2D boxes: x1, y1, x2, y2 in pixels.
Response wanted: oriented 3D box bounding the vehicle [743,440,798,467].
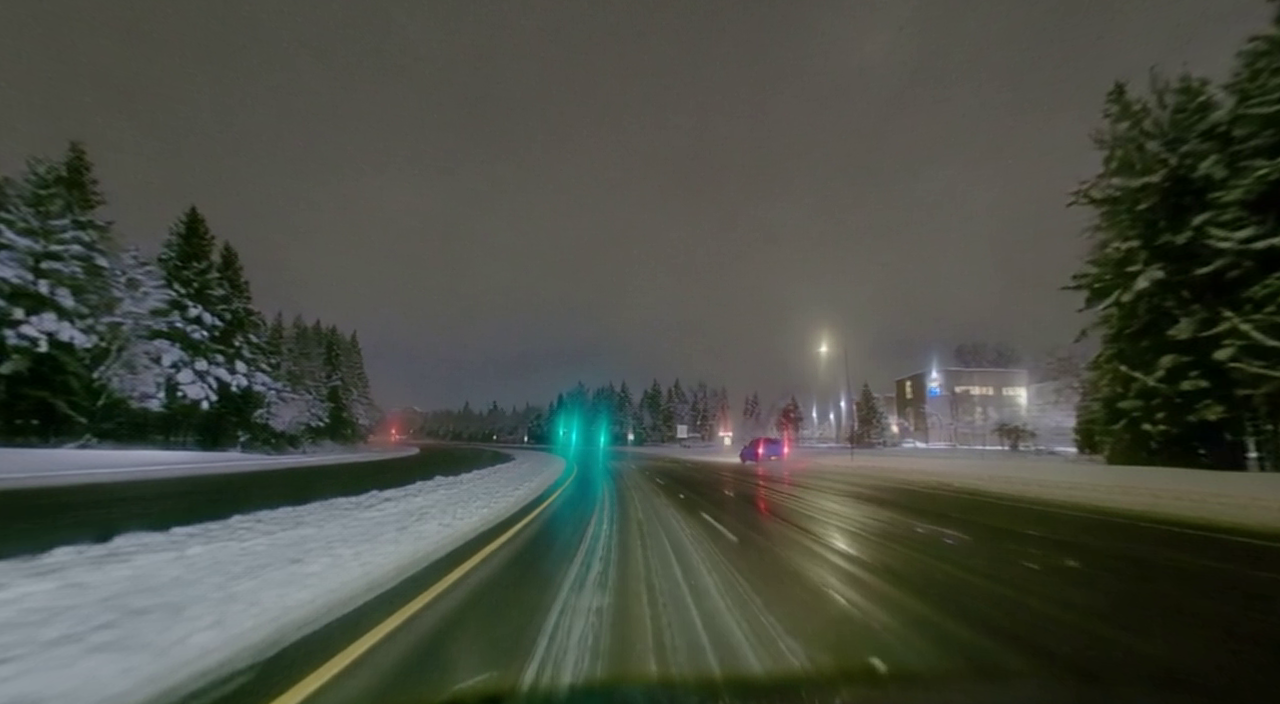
[{"bbox_3d":[7.566,5.925,37.002,1.908,1.483,4.474,1,-9,-6],"label":"vehicle"}]
